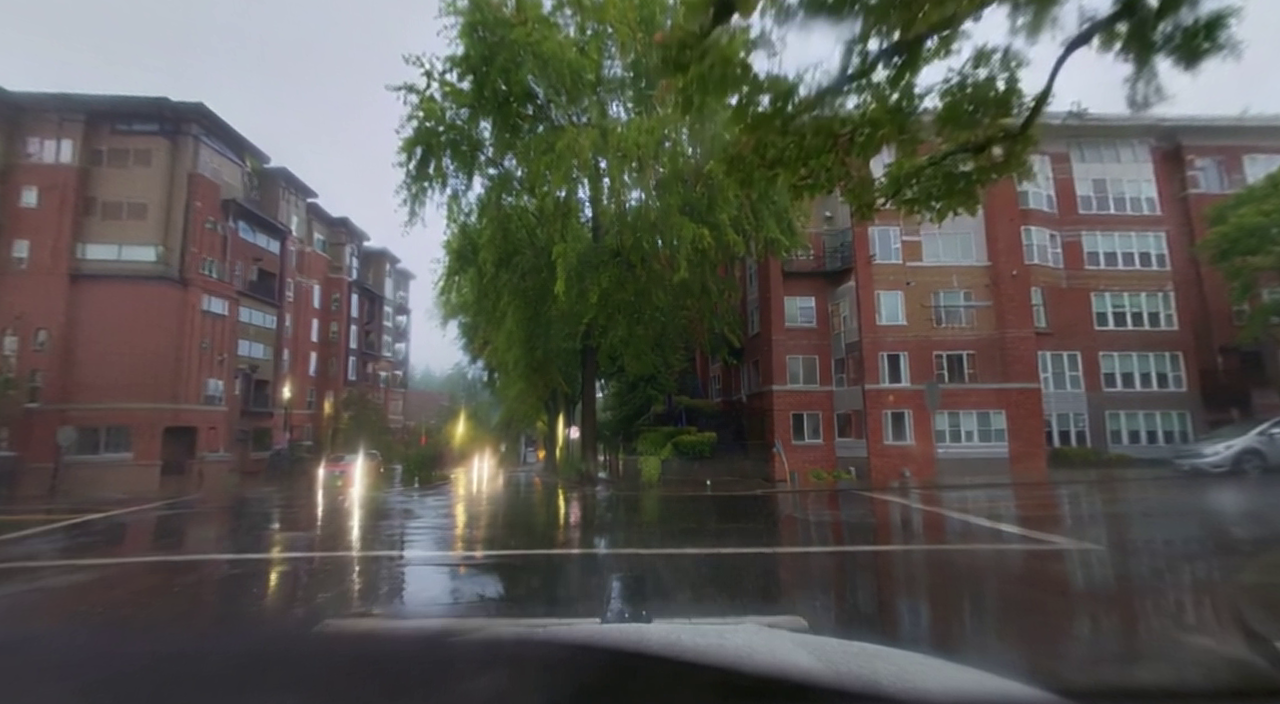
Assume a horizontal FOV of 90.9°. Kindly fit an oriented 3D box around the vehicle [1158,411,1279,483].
[{"bbox_3d":[18.405,2.643,17.902,5.213,1.850,2.126,-3,-10,4],"label":"vehicle"}]

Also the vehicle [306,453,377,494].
[{"bbox_3d":[-13.211,5.336,28.150,2.027,1.475,4.522,0,-8,-15],"label":"vehicle"}]
